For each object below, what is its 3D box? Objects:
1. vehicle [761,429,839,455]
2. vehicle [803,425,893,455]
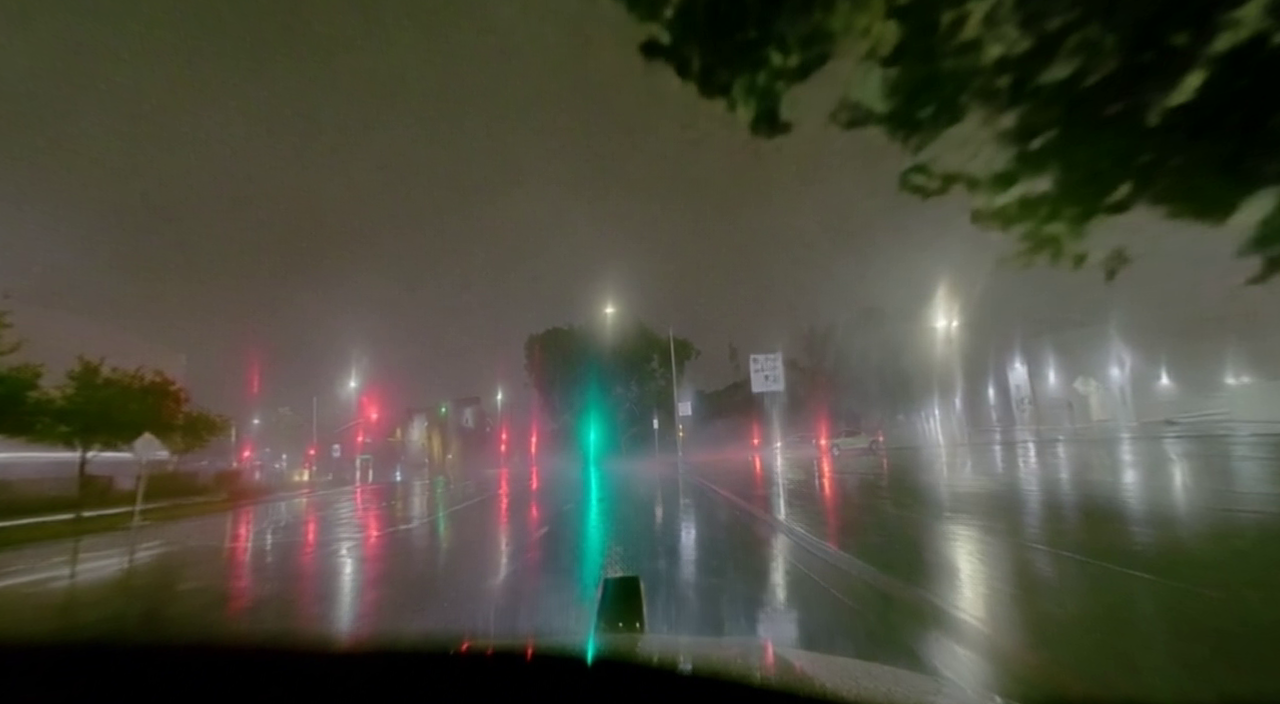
[{"bbox_3d":[10.350,5.858,40.986,4.400,1.584,1.964,2,-9,-12],"label":"vehicle"},{"bbox_3d":[11.697,5.000,35.698,4.332,1.581,2.028,2,-9,-11],"label":"vehicle"}]
